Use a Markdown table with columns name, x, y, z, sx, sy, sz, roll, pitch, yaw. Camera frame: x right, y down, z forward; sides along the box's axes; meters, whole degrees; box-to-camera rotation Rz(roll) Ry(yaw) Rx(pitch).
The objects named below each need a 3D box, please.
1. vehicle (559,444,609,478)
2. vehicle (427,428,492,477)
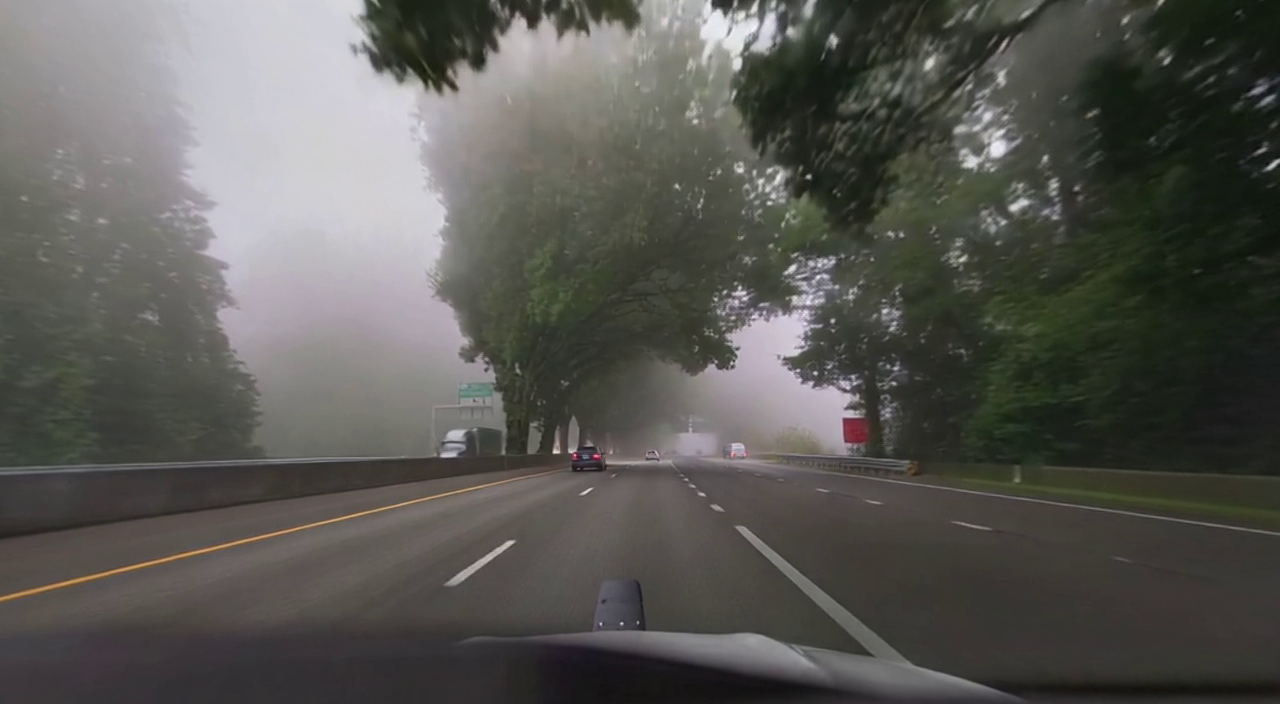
| name | x | y | z | sx | sy | sz | roll | pitch | yaw |
| --- | --- | --- | --- | --- | --- | --- | --- | --- | --- |
| vehicle | -2.853 | 5.672 | 33.125 | 2.086 | 1.650 | 4.122 | 0 | -9 | 2 |
| vehicle | -13.343 | 7.502 | 47.274 | 2.450 | 3.334 | 7.290 | 0 | -9 | 2 |
